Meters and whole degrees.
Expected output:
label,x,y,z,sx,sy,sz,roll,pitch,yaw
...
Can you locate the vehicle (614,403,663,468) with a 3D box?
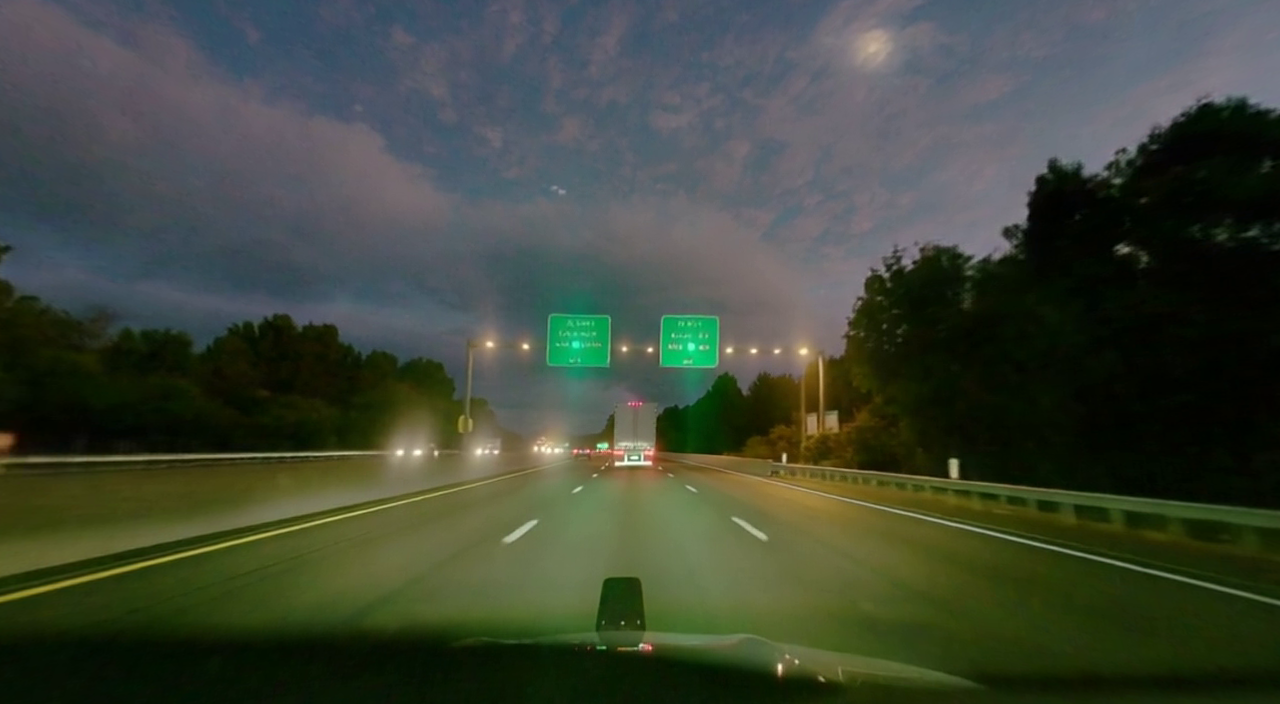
label,x,y,z,sx,sy,sz,roll,pitch,yaw
vehicle,-0.265,5.869,43.541,2.962,3.953,10.696,0,-9,-2
